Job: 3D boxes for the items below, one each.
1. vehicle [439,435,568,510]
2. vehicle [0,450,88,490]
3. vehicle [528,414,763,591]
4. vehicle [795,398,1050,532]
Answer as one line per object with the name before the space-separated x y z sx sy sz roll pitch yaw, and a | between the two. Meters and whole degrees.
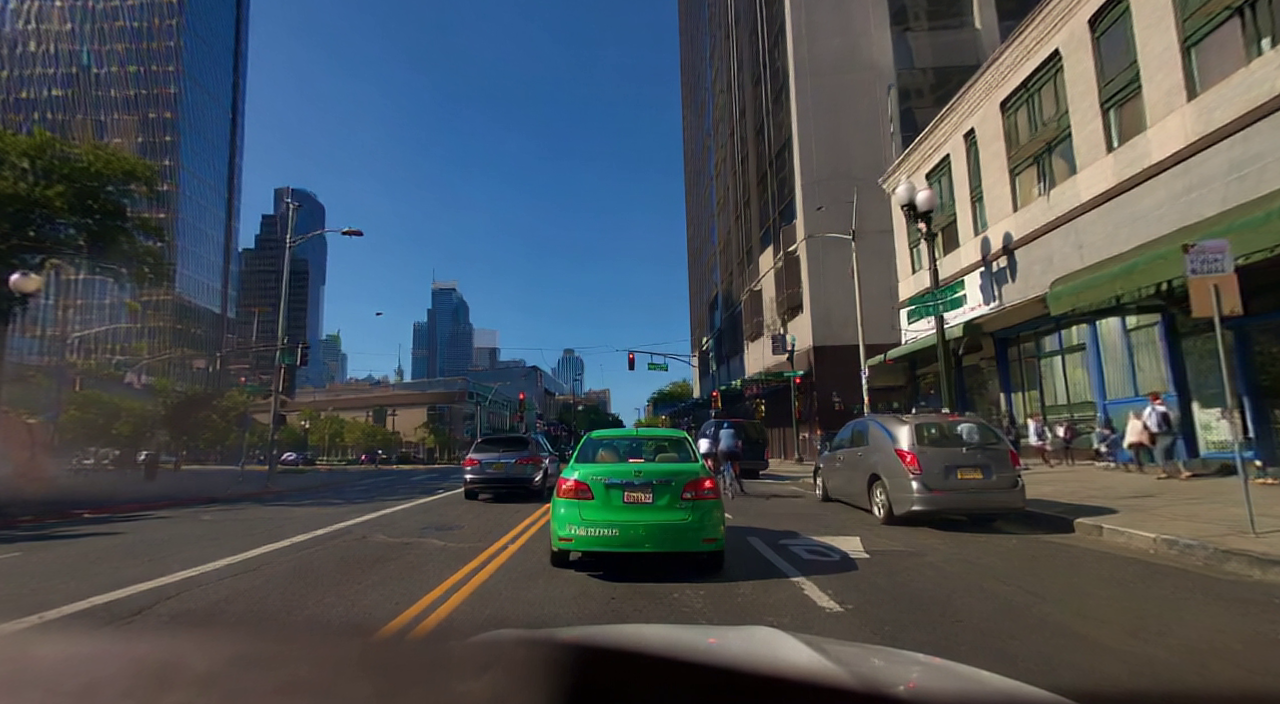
vehicle | -2.947 2.714 14.672 2.039 1.452 4.489 0 -9 0
vehicle | -29.173 5.570 30.206 2.264 1.722 4.721 2 -9 -18
vehicle | 0.033 1.650 7.708 2.091 1.557 4.000 0 -9 0
vehicle | 4.508 1.919 11.159 2.142 1.829 4.767 0 -9 -2
